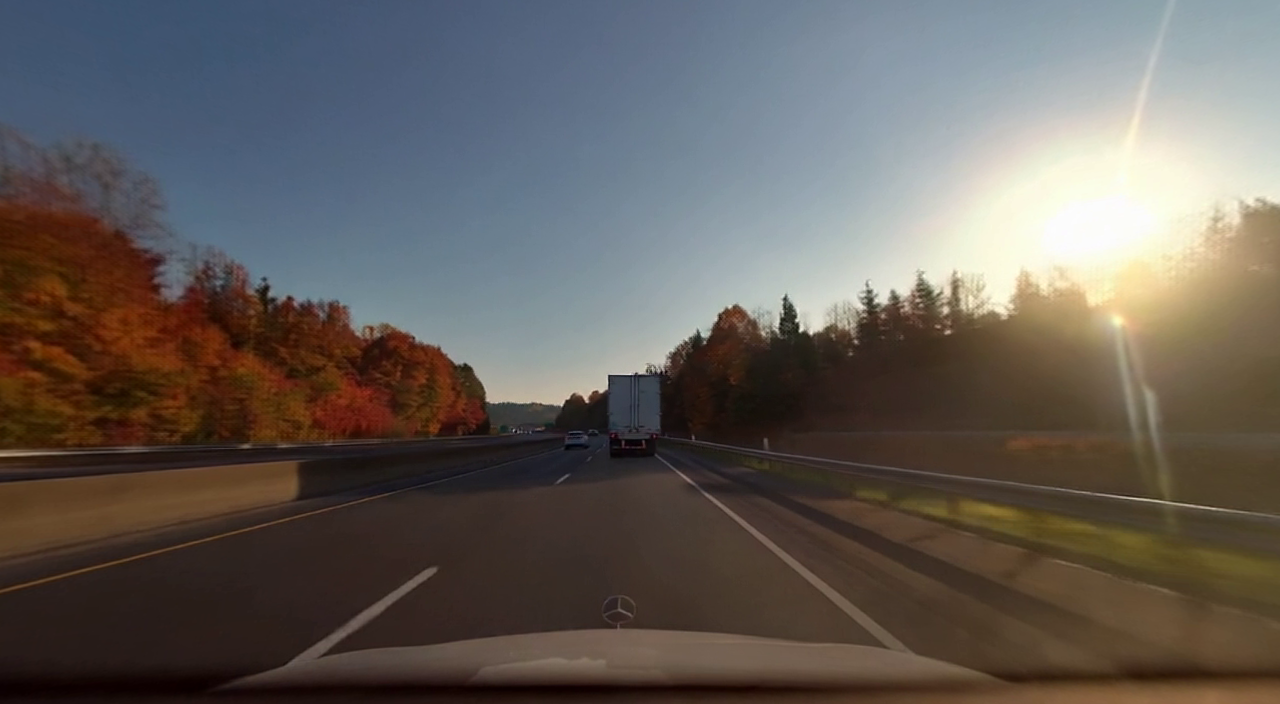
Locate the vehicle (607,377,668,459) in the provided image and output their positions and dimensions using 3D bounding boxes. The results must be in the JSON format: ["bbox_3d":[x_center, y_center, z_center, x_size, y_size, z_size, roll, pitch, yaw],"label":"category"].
[{"bbox_3d":[-0.294,4.020,36.777,3.013,4.016,11.496,0,-8,-2],"label":"vehicle"}]

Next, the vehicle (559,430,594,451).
[{"bbox_3d":[-4.802,6.785,48.173,2.217,1.495,4.245,0,-8,0],"label":"vehicle"}]
